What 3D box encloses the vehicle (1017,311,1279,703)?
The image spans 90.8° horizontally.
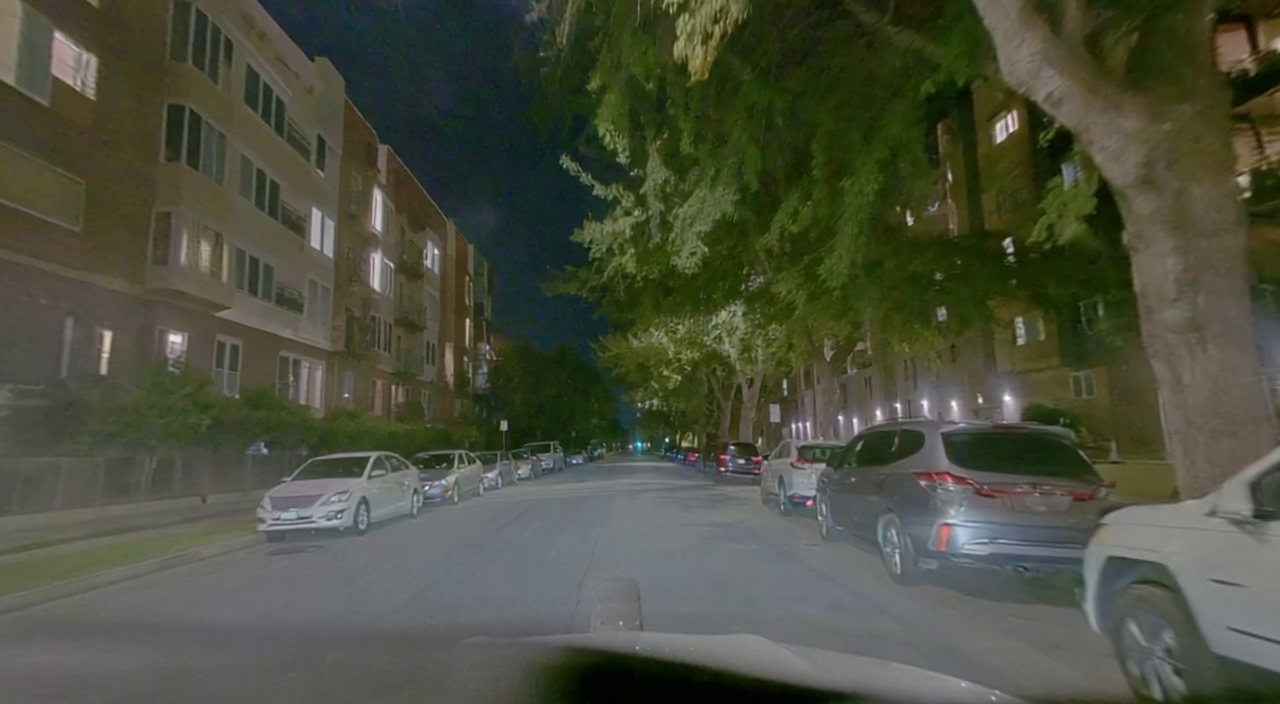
[{"bbox_3d":[3.471,0.643,1.481,2.131,1.829,4.894,0,-8,0],"label":"vehicle"}]

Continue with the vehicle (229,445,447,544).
[{"bbox_3d":[-5.237,2.475,11.755,1.772,1.466,4.342,0,-8,2],"label":"vehicle"}]

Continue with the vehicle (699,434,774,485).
[{"bbox_3d":[3.707,4.241,25.266,2.082,1.809,4.998,0,-8,-2],"label":"vehicle"}]

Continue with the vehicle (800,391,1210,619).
[{"bbox_3d":[3.621,1.608,7.664,2.093,1.801,4.788,2,-8,0],"label":"vehicle"}]
